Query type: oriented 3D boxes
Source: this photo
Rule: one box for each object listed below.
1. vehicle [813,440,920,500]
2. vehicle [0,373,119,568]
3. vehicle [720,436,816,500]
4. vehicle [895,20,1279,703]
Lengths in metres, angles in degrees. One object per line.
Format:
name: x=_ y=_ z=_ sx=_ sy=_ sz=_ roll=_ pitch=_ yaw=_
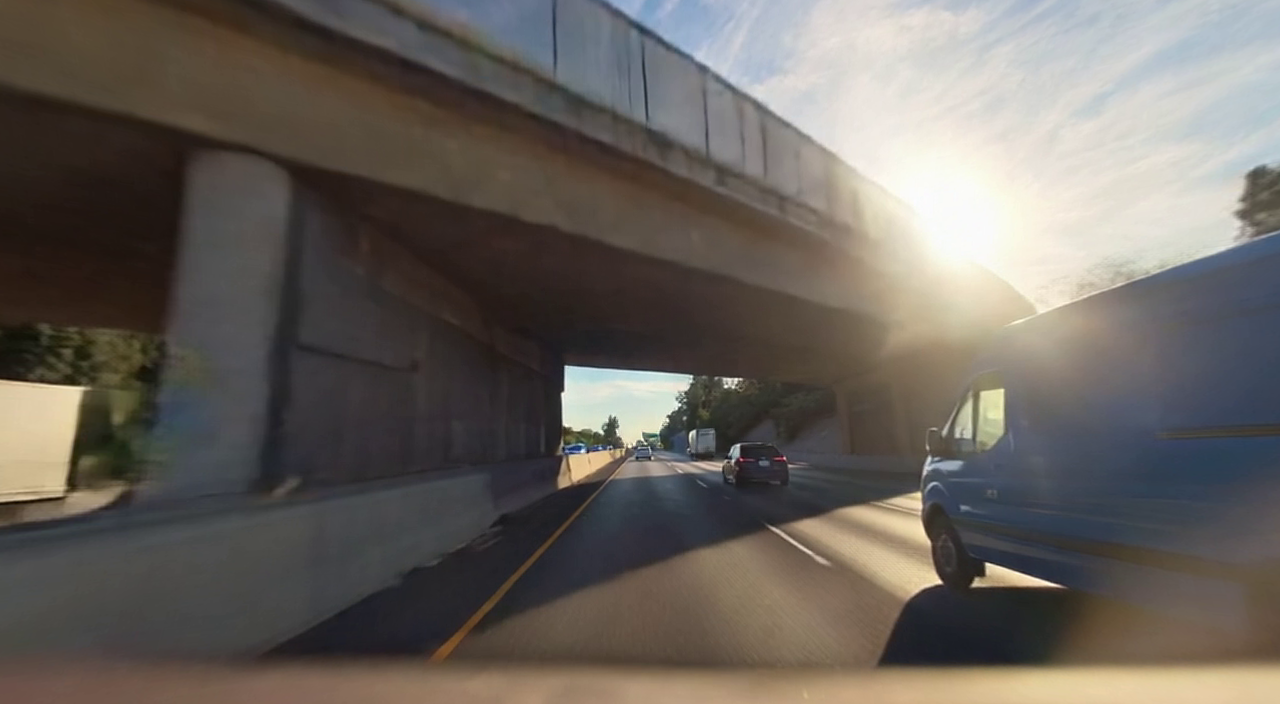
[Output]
vehicle: x=7.505 y=3.925 z=21.391 sx=2.001 sy=1.791 sz=4.161 roll=0 pitch=-9 yaw=-1
vehicle: x=-14.795 y=2.221 z=11.530 sx=3.283 sy=3.956 sz=8.184 roll=0 pitch=-9 yaw=1
vehicle: x=3.752 y=3.492 z=19.324 sx=2.009 sy=1.731 sz=4.149 roll=0 pitch=-9 yaw=-1
vehicle: x=3.904 y=0.240 z=2.864 sx=2.460 sy=3.155 sz=6.902 roll=0 pitch=-9 yaw=-1
